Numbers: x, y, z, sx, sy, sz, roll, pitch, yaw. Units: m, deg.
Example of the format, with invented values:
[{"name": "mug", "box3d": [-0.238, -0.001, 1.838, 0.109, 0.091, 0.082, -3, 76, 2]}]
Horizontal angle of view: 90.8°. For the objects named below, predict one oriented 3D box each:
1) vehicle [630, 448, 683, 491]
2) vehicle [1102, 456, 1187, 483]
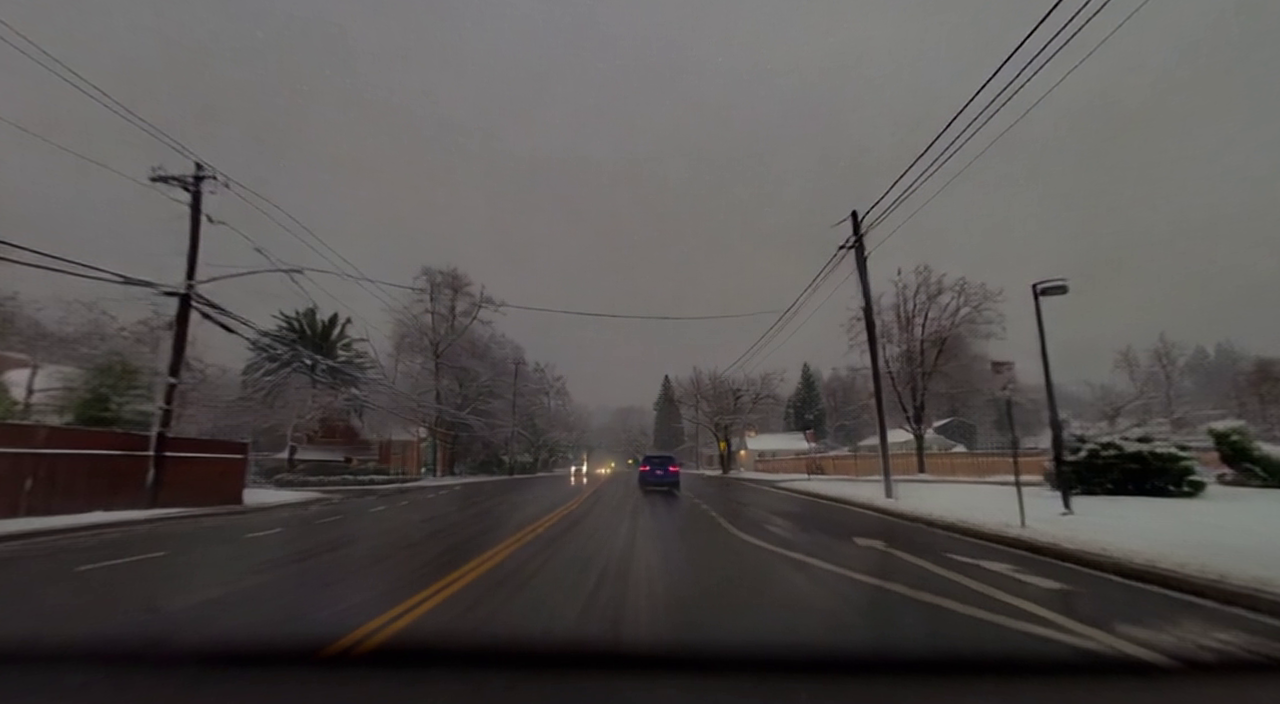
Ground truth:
[{"name": "vehicle", "box3d": [0.652, 5.113, 27.802, 2.139, 1.699, 3.916, 0, -8, -1]}, {"name": "vehicle", "box3d": [36.876, 8.618, 46.277, 4.461, 1.828, 2.165, 1, -9, -5]}]
